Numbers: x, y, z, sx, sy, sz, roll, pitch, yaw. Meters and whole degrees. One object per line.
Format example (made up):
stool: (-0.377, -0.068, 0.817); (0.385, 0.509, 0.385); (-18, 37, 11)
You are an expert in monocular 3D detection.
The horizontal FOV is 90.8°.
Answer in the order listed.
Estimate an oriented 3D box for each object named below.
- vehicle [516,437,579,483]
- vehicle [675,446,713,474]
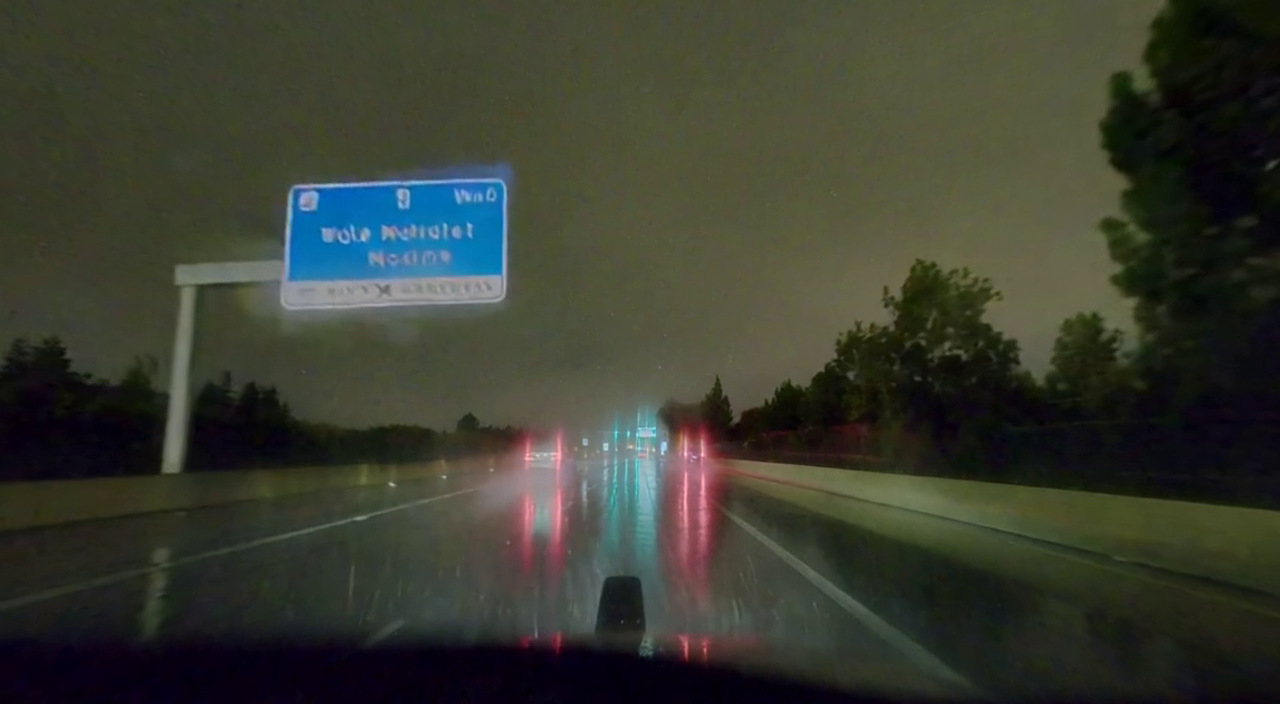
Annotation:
vehicle: (-4.366, 5.174, 30.440); (2.278, 2.054, 4.498); (0, -9, 1)
vehicle: (3.577, 7.241, 42.550); (2.133, 1.746, 4.511); (0, -9, 0)
